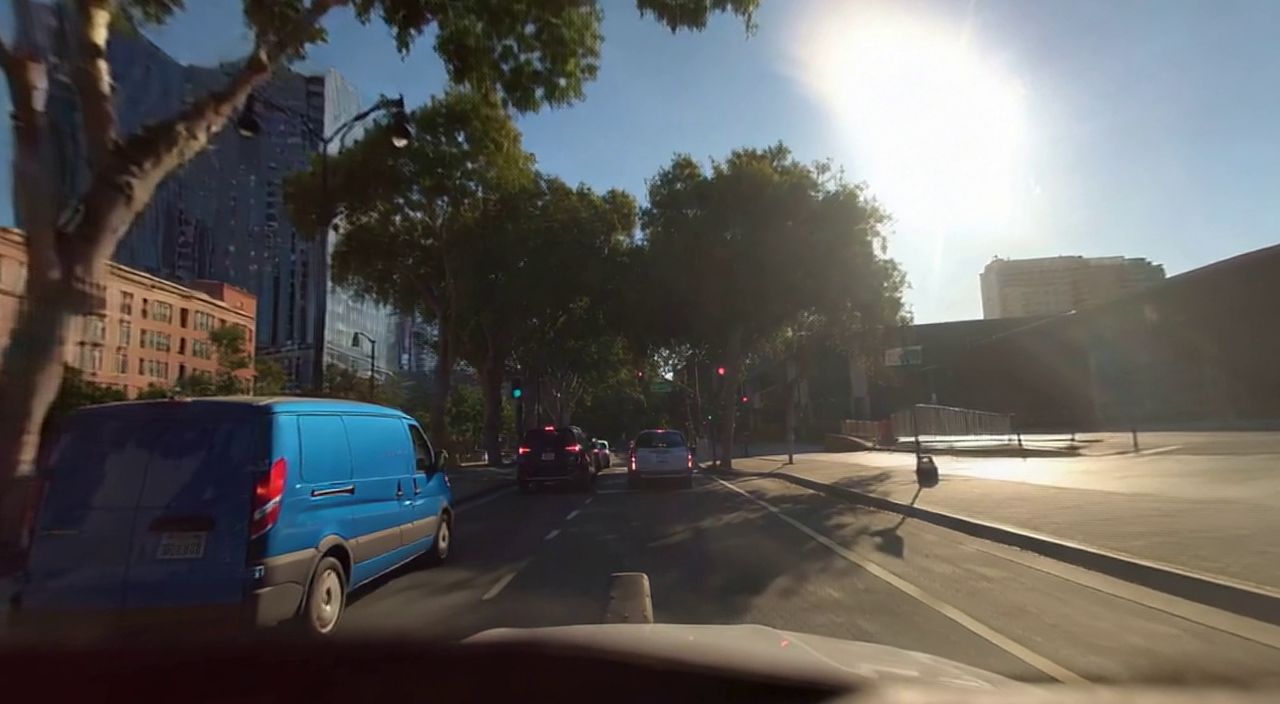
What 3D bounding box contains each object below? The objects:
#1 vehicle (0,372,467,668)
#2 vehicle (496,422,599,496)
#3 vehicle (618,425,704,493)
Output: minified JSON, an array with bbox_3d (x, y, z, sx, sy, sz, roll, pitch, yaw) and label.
[{"bbox_3d":[-3.064,1.258,5.670,1.940,1.722,3.823,0,-8,0],"label":"vehicle"},{"bbox_3d":[-2.443,2.998,17.971,2.124,1.799,4.587,0,-8,1],"label":"vehicle"},{"bbox_3d":[0.584,3.054,18.263,2.205,1.727,3.917,-1,-8,1],"label":"vehicle"}]
